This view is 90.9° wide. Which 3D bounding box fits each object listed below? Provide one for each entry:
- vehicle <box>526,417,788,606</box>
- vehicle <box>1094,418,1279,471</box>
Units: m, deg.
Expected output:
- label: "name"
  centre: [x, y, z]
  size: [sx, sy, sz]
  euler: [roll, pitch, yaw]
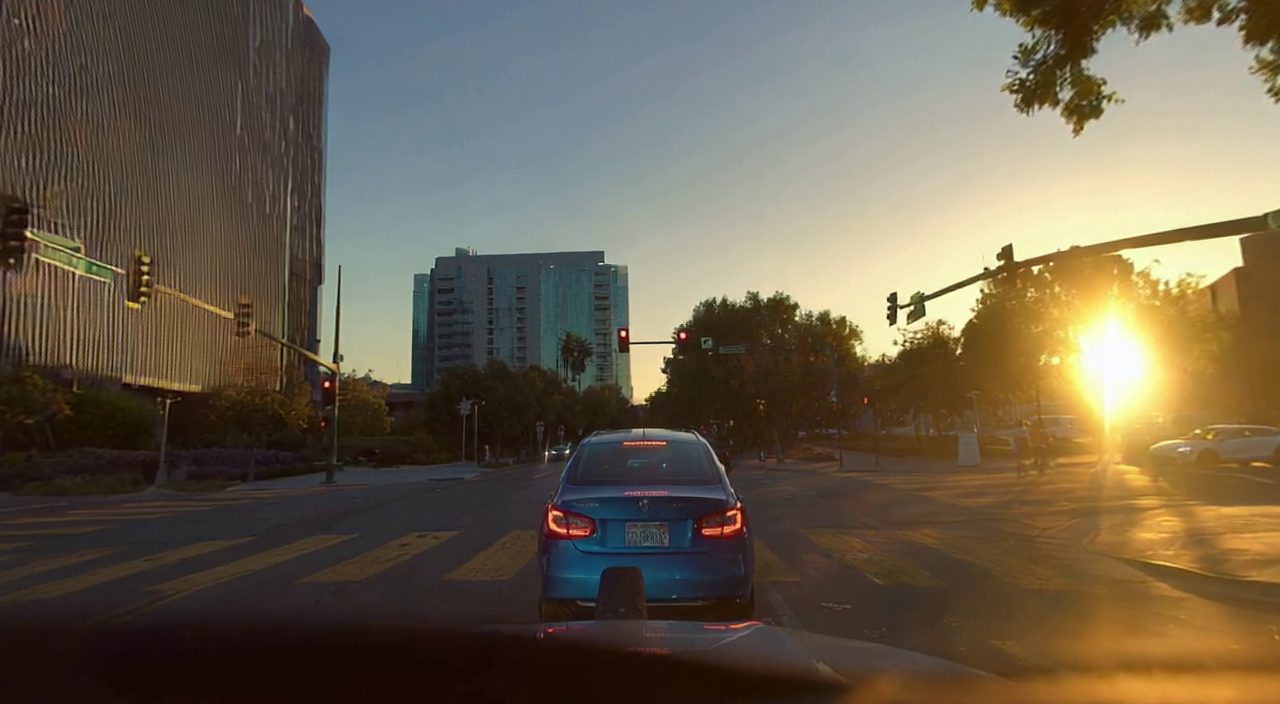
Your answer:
- label: "vehicle"
  centre: [-0.157, 1.645, 7.490]
  size: [1.893, 1.532, 4.145]
  euler: [2, -9, -16]
- label: "vehicle"
  centre: [19.126, 3.261, 22.220]
  size: [4.675, 1.772, 1.945]
  euler: [0, -8, -1]
